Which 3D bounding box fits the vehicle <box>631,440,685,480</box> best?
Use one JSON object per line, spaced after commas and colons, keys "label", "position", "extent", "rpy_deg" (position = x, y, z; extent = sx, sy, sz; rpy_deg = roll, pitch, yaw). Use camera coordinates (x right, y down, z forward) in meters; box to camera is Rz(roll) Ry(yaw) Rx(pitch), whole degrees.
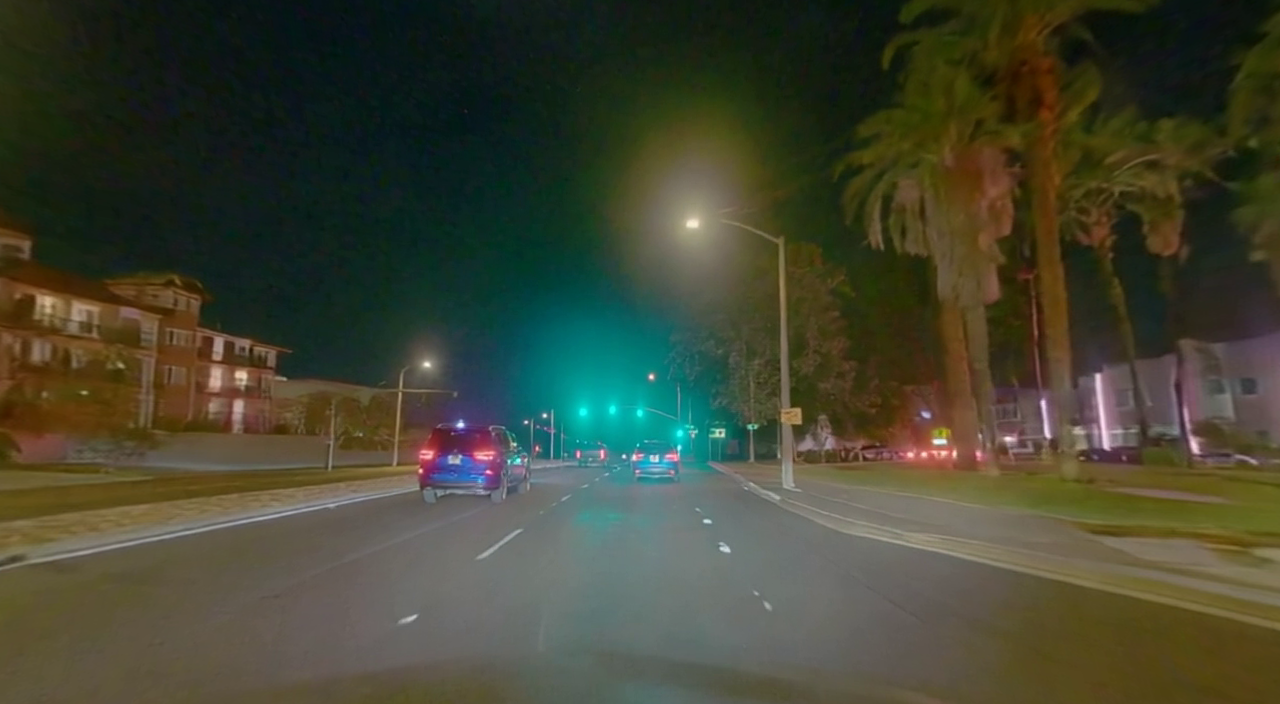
{"label": "vehicle", "position": [0.799, 4.600, 26.992], "extent": [2.122, 1.562, 4.152], "rpy_deg": [-1, -8, 2]}

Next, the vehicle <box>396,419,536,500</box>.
{"label": "vehicle", "position": [-4.656, 3.012, 18.024], "extent": [2.187, 1.904, 6.103], "rpy_deg": [0, -8, 1]}

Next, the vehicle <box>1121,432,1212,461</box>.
{"label": "vehicle", "position": [40.829, 7.329, 48.711], "extent": [5.530, 1.797, 2.108], "rpy_deg": [-3, -8, -9]}

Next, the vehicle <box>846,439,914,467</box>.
{"label": "vehicle", "position": [18.741, 7.898, 49.160], "extent": [4.295, 1.787, 2.187], "rpy_deg": [-4, -8, 0]}
